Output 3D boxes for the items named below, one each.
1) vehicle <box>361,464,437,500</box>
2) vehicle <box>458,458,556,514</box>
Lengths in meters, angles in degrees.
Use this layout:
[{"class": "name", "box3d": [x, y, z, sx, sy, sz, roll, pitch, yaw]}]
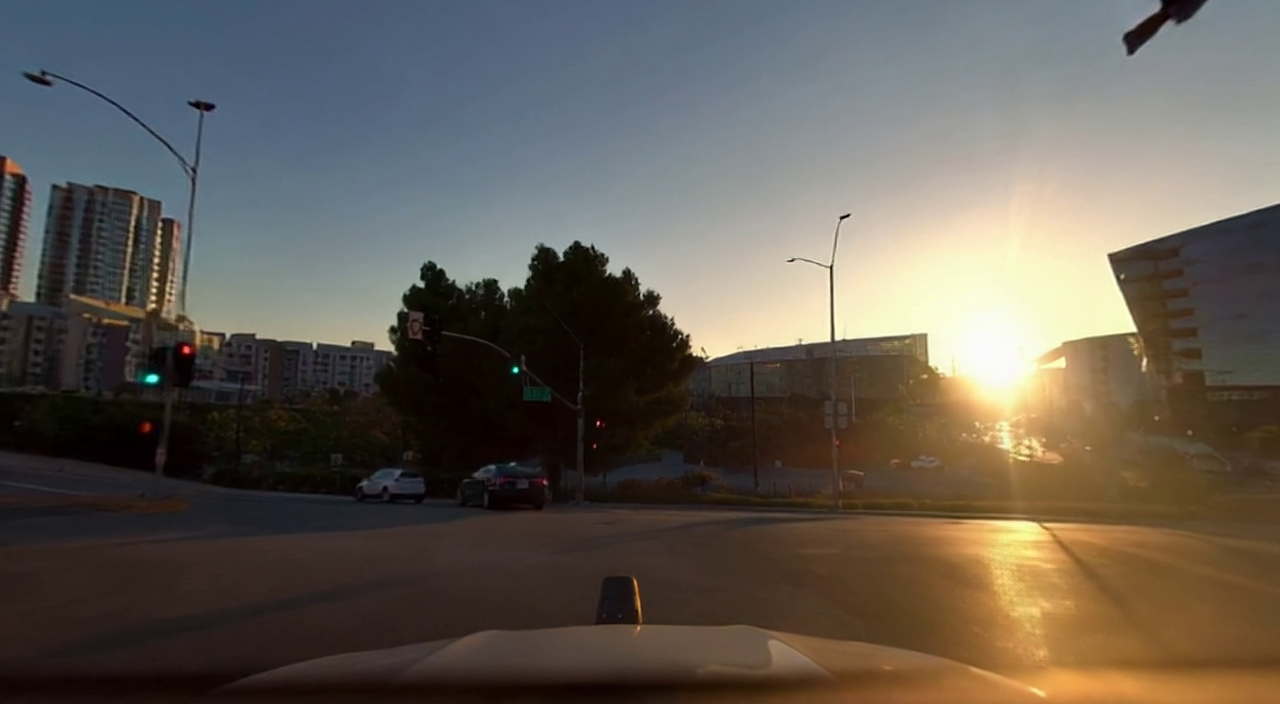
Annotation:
[{"class": "vehicle", "box3d": [-12.127, 6.479, 31.701, 3.852, 1.605, 2.007, -9, -13, 43]}, {"class": "vehicle", "box3d": [-4.283, 4.119, 19.918, 2.048, 1.516, 3.874, 4, -10, -27]}]
